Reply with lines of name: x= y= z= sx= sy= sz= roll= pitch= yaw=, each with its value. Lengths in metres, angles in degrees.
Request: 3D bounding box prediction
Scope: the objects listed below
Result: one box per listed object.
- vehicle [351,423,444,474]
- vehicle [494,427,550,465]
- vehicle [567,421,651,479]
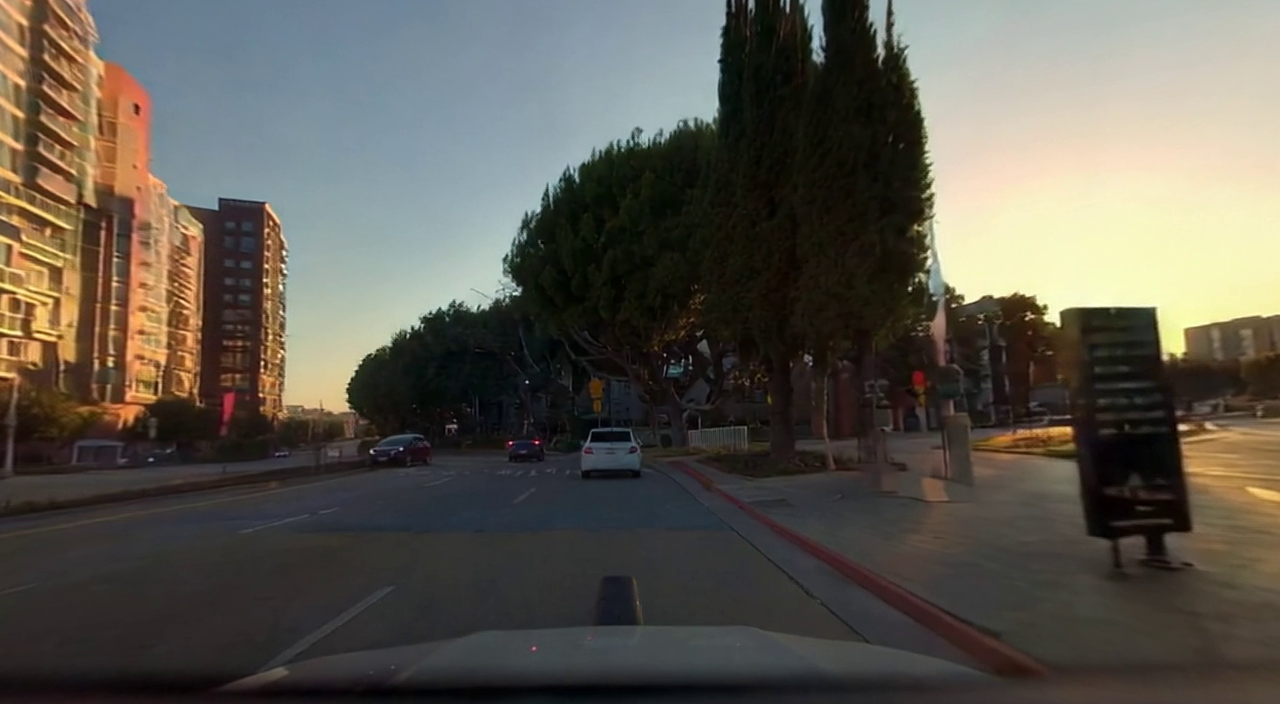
vehicle: x=-8.982 y=3.597 z=23.776 sx=1.994 sy=1.717 sz=4.380 roll=0 pitch=-8 yaw=-4
vehicle: x=-4.950 y=3.992 z=26.847 sx=2.023 sy=1.485 sz=3.721 roll=1 pitch=-8 yaw=-6
vehicle: x=-0.829 y=3.002 z=19.586 sx=2.231 sy=1.572 sz=4.227 roll=0 pitch=-8 yaw=2
